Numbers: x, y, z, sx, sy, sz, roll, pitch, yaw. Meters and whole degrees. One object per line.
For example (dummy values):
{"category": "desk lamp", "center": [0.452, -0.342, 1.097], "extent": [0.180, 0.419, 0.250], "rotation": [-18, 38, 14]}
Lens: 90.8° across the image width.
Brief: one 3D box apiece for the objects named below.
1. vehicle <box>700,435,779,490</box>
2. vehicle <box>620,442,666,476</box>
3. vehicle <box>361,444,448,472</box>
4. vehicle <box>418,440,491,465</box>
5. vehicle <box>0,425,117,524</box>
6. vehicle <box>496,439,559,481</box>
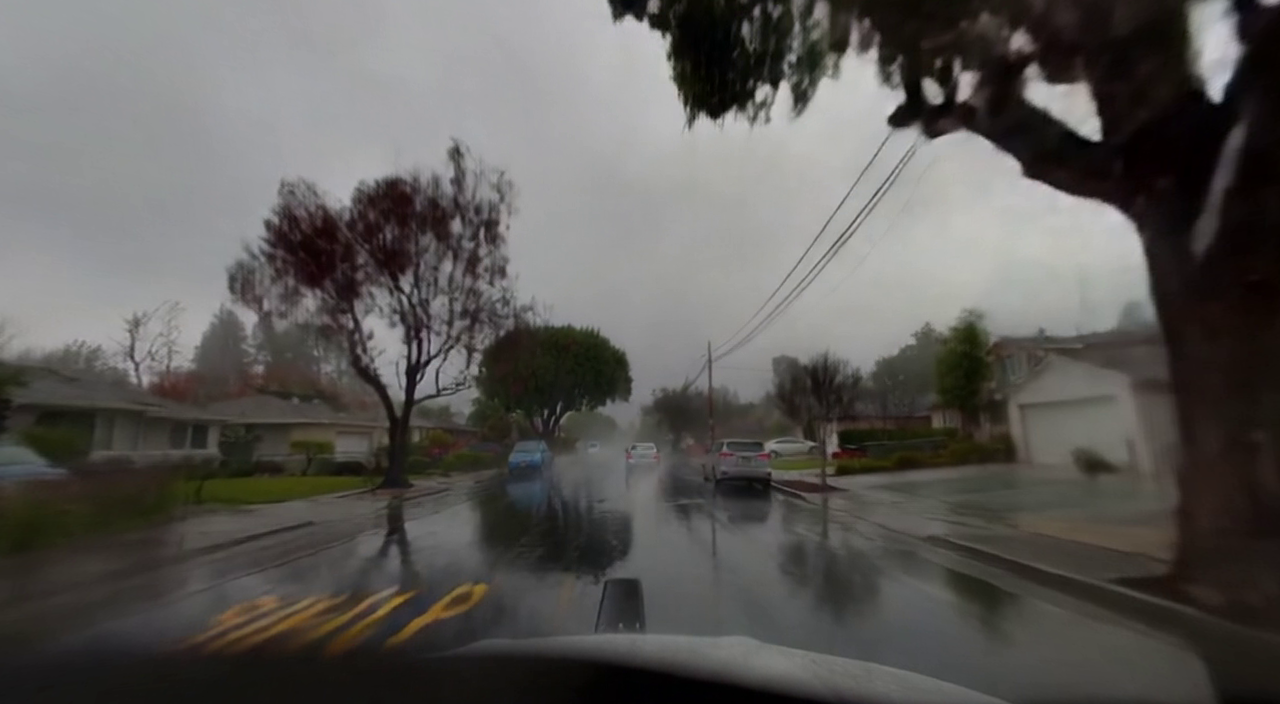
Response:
{"category": "vehicle", "center": [3.253, 3.712, 21.531], "extent": [1.978, 1.690, 4.306], "rotation": [0, -9, 0]}
{"category": "vehicle", "center": [0.140, 4.942, 29.327], "extent": [2.000, 1.449, 4.006], "rotation": [0, -9, 0]}
{"category": "vehicle", "center": [-13.252, 5.953, 35.724], "extent": [4.129, 1.523, 1.839], "rotation": [0, -9, 1]}
{"category": "vehicle", "center": [-13.486, 7.319, 46.137], "extent": [4.765, 1.791, 1.941], "rotation": [0, -9, -1]}
{"category": "vehicle", "center": [-13.387, 2.361, 12.448], "extent": [4.253, 1.772, 1.980], "rotation": [0, -9, -3]}
{"category": "vehicle", "center": [-5.480, 5.280, 31.296], "extent": [2.126, 1.816, 4.796], "rotation": [-3, -8, 1]}
